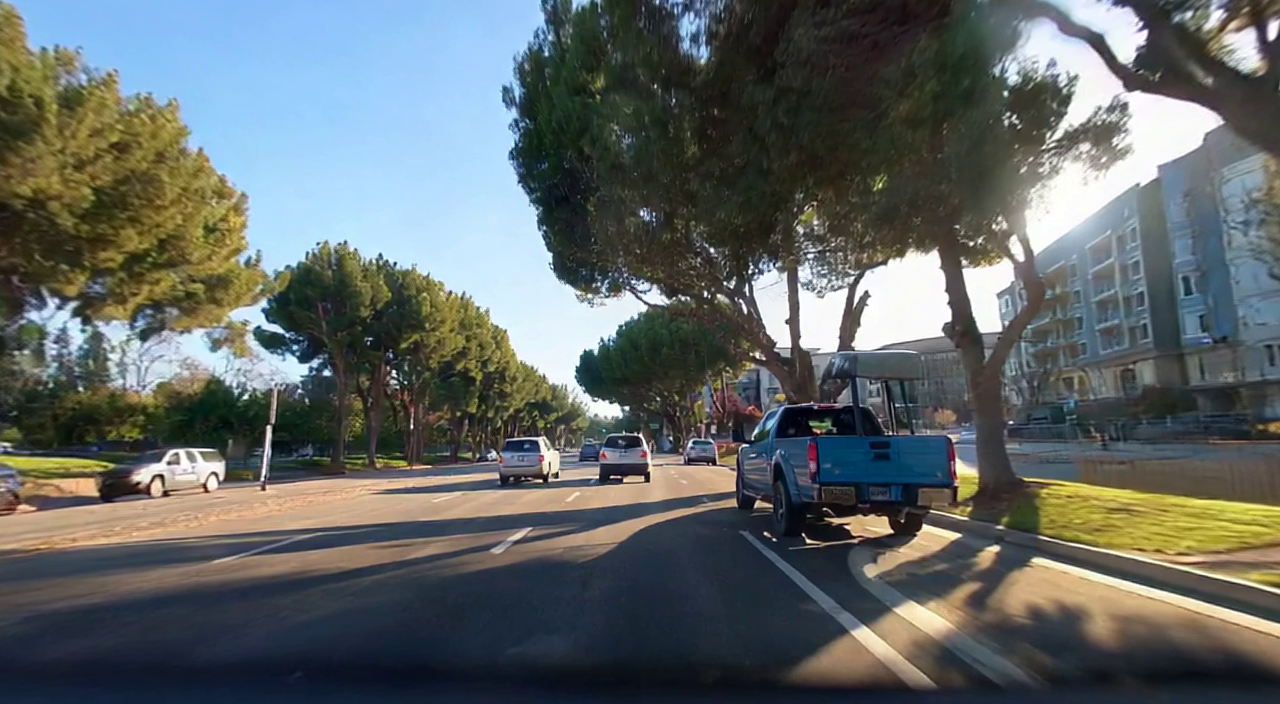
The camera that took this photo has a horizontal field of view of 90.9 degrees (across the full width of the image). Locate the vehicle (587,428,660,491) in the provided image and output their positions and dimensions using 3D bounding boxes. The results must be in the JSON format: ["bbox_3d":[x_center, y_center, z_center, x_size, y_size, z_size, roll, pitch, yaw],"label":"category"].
[{"bbox_3d":[-0.461,3.369,20.011,2.075,1.770,4.018,0,-8,0],"label":"vehicle"}]

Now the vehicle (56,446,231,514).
[{"bbox_3d":[-15.023,3.844,19.461,1.889,1.743,4.296,-3,-8,1],"label":"vehicle"}]

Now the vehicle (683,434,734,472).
[{"bbox_3d":[3.694,5.549,34.958,2.183,1.948,4.633,0,-8,-1],"label":"vehicle"}]

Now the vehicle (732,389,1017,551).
[{"bbox_3d":[3.435,1.951,11.152,2.655,2.054,6.098,0,-8,0],"label":"vehicle"}]

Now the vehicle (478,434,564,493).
[{"bbox_3d":[-3.587,3.441,19.736,1.894,1.642,3.861,0,-8,1],"label":"vehicle"}]
